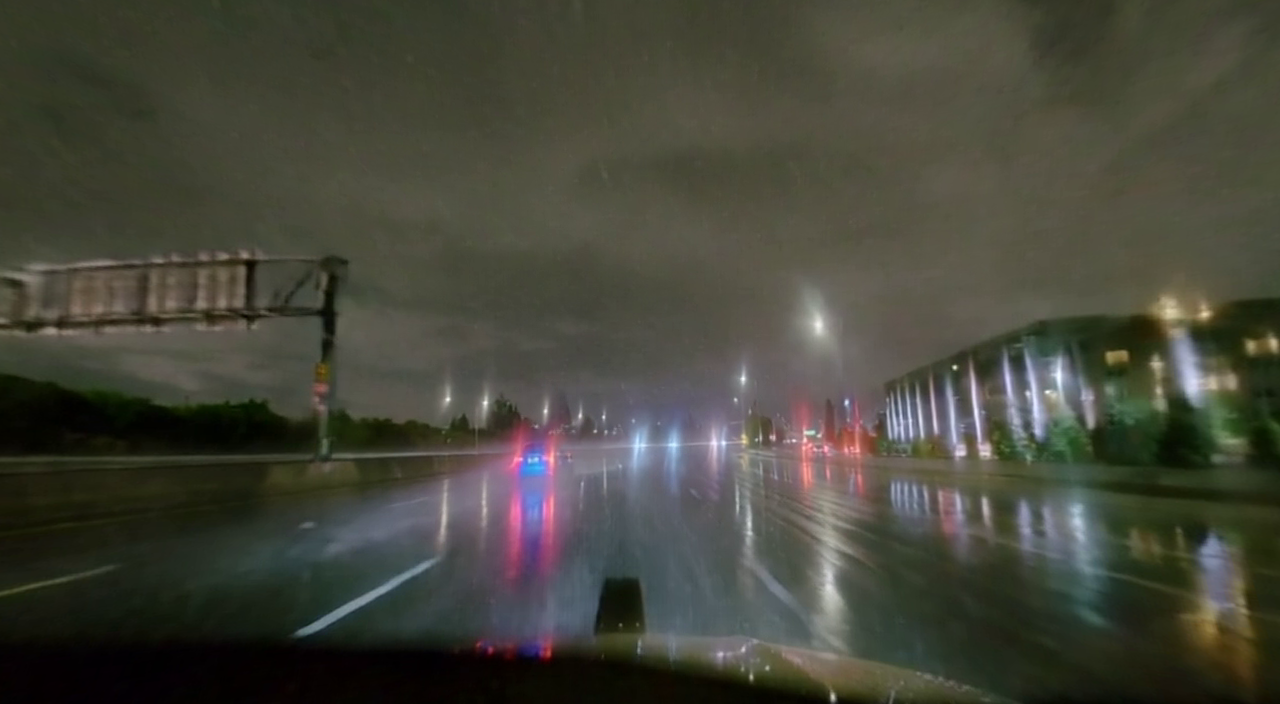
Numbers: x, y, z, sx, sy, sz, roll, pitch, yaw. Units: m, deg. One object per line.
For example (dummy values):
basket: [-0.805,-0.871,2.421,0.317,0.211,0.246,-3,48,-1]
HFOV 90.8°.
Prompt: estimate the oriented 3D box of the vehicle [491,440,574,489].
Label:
vehicle: [-3.808,4.067,23.214,2.087,1.566,4.756,-1,-9,2]
